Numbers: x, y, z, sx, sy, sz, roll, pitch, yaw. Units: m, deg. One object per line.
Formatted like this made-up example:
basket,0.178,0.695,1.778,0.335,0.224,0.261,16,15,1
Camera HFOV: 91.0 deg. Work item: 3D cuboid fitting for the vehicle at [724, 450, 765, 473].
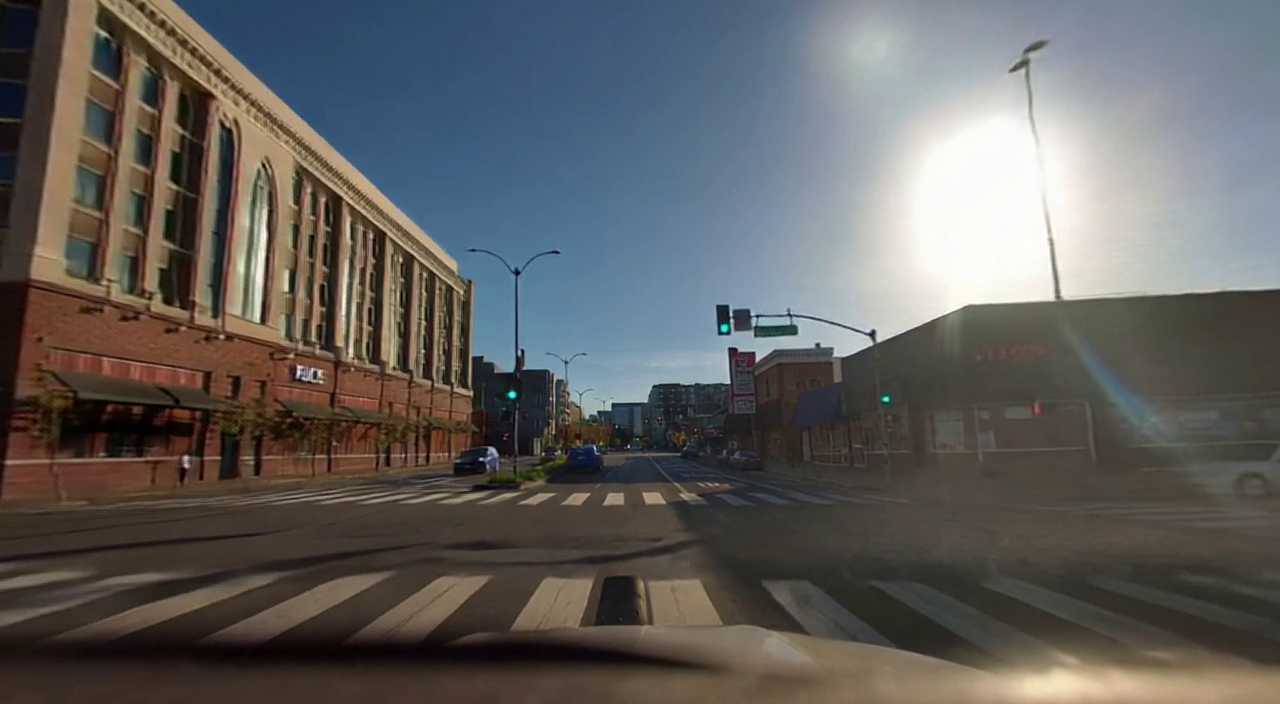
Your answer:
vehicle,7.209,7.557,43.781,1.968,1.493,4.878,0,-9,-1

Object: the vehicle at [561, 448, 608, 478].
vehicle,-2.893,5.868,33.685,2.078,1.471,4.217,0,-9,0
